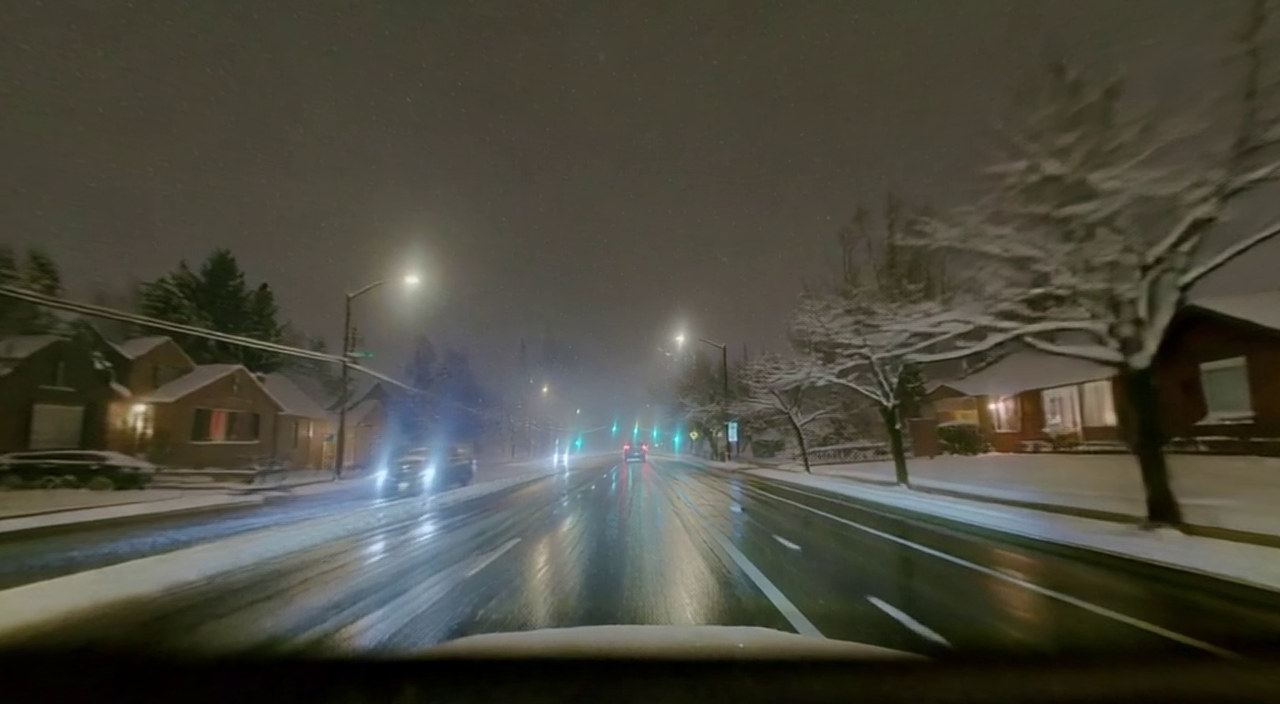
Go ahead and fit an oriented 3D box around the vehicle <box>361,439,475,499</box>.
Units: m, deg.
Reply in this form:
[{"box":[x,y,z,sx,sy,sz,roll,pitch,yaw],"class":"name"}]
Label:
[{"box":[-7.178,3.804,20.892,2.165,1.785,4.222,0,-9,1],"class":"vehicle"}]
